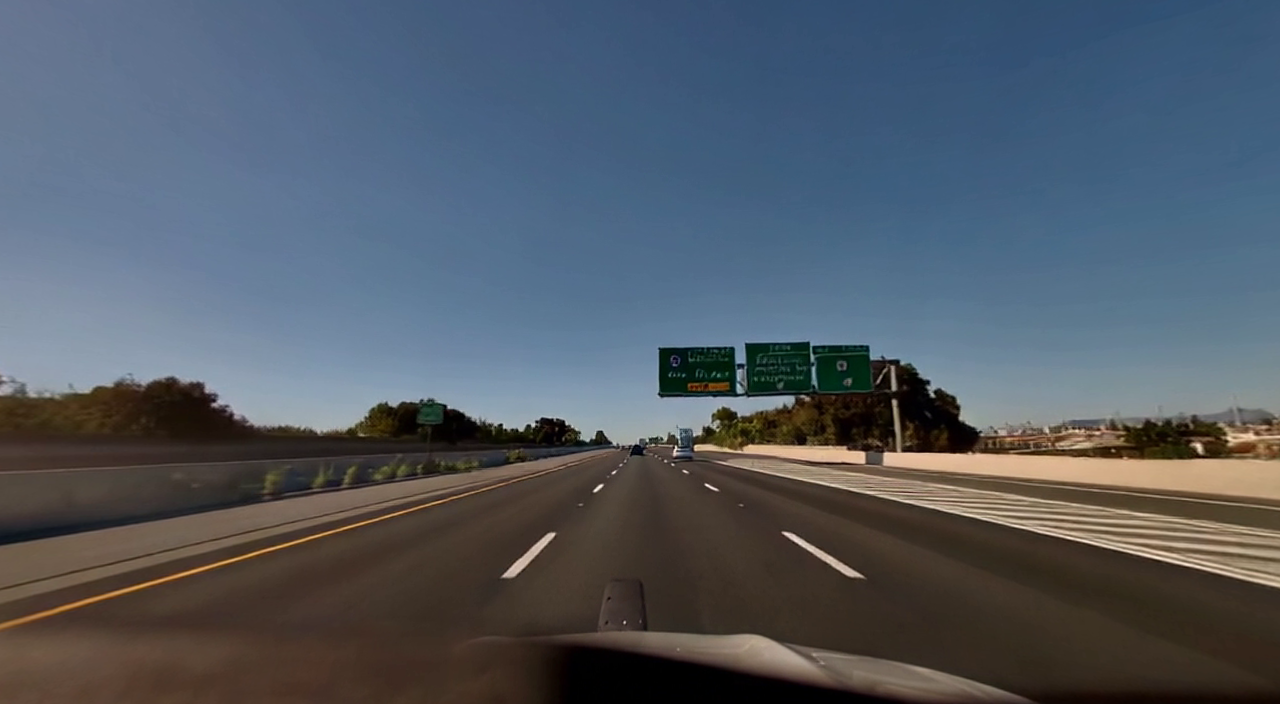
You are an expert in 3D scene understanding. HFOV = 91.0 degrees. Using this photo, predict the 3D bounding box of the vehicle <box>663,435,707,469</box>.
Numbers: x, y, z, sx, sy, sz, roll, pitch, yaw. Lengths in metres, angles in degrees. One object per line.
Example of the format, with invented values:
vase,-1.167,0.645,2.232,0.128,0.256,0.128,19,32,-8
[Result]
vehicle,2.332,5.312,33.633,2.050,1.654,4.192,0,-8,0
